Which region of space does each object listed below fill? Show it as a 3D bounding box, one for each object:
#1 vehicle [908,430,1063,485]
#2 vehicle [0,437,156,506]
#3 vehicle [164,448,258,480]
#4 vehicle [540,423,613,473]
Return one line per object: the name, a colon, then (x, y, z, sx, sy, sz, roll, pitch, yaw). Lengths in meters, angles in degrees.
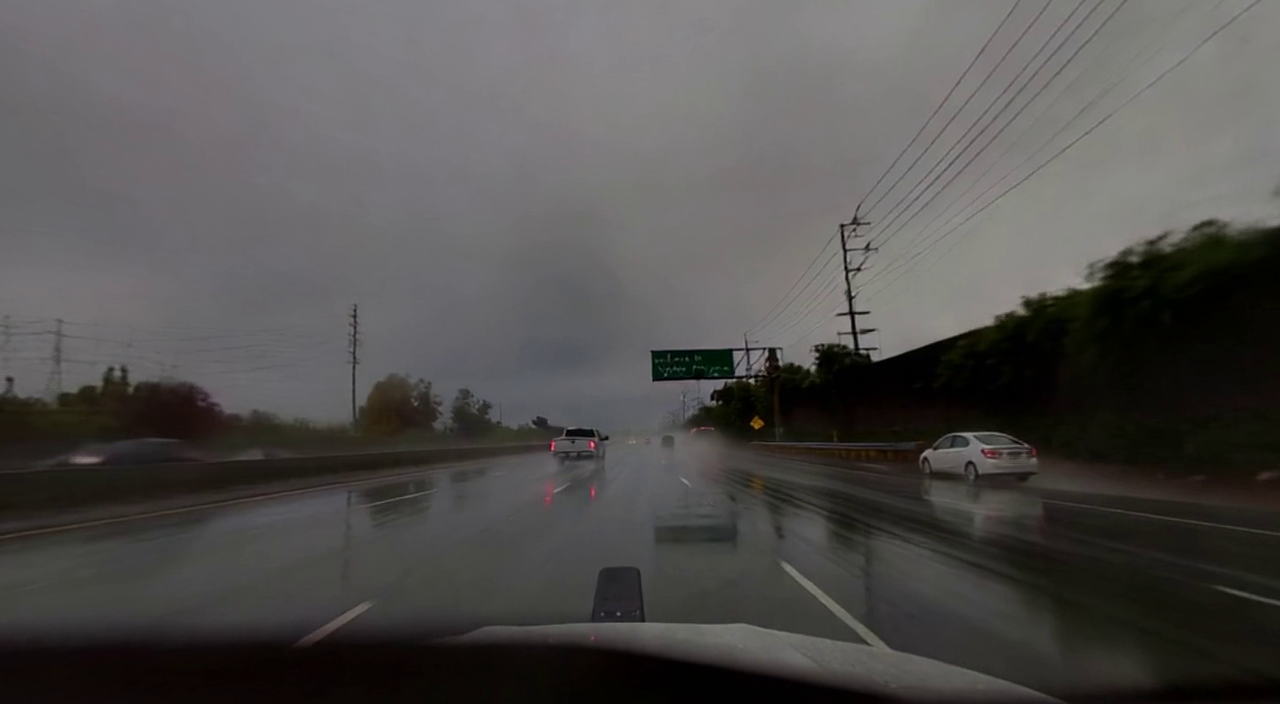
vehicle: (10.344, 3.187, 19.381, 2.076, 1.470, 4.644, 0, -8, -1)
vehicle: (-17.888, 3.507, 19.012, 2.245, 1.774, 5.296, 0, -8, 1)
vehicle: (-23.839, 6.209, 35.239, 1.997, 1.671, 4.543, 0, -8, 1)
vehicle: (-2.721, 4.391, 28.848, 2.508, 2.023, 6.176, 0, -8, 2)
